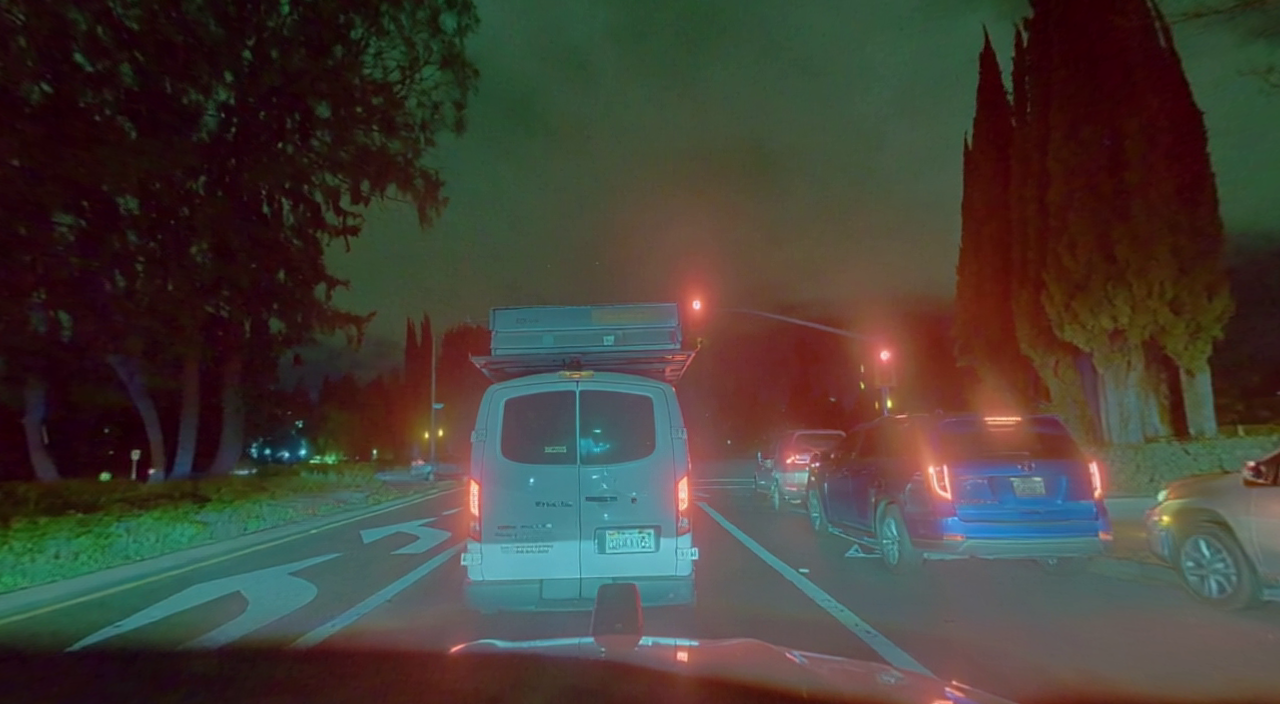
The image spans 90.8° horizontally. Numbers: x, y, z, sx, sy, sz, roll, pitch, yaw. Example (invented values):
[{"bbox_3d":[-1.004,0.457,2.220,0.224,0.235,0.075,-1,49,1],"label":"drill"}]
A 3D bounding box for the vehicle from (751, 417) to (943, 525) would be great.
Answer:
[{"bbox_3d":[3.696,2.215,12.271,2.024,1.692,4.252,1,-9,-4],"label":"vehicle"}]

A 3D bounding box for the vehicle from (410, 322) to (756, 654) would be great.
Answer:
[{"bbox_3d":[-0.364,1.157,6.195,2.145,2.089,4.309,0,-9,0],"label":"vehicle"}]

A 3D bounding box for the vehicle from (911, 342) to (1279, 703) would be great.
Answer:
[{"bbox_3d":[3.459,0.944,3.415,1.965,1.671,4.146,0,-9,-3],"label":"vehicle"}]

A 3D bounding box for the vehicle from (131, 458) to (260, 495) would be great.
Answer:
[{"bbox_3d":[-20.800,5.820,29.782,4.501,1.613,1.852,2,-9,-12],"label":"vehicle"}]
